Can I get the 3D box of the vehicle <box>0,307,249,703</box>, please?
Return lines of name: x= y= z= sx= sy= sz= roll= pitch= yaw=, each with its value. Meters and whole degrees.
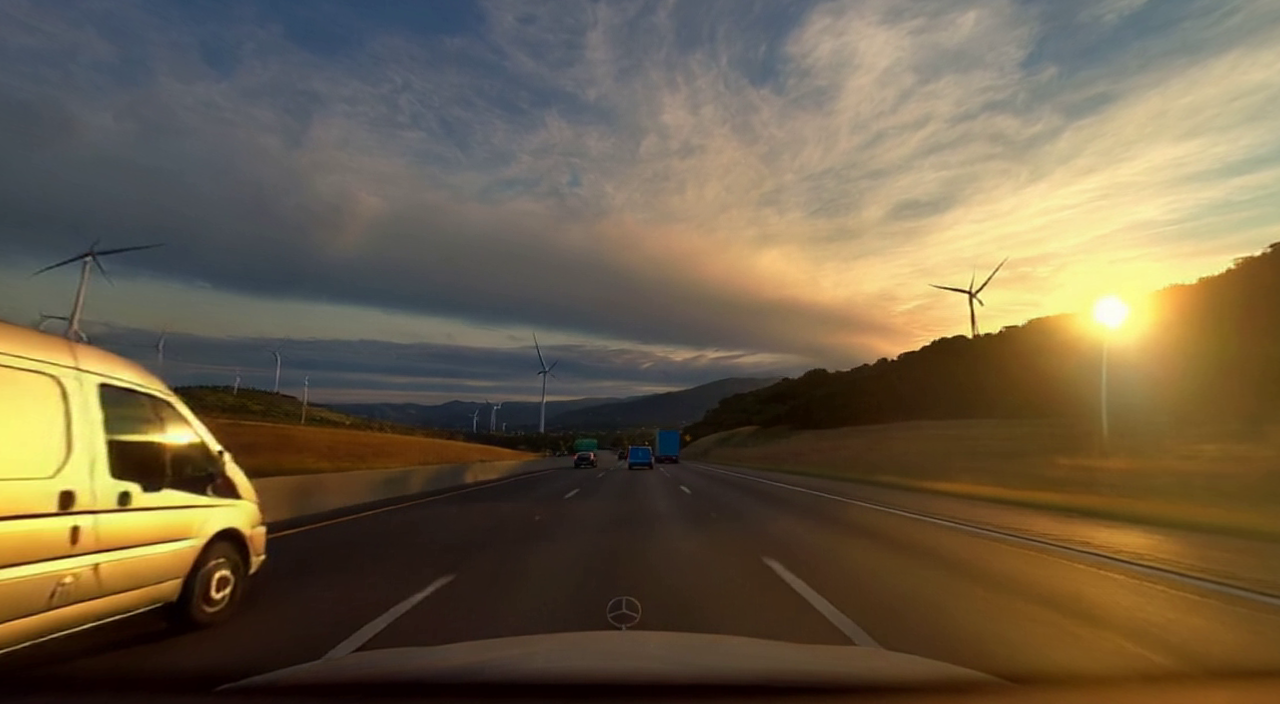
vehicle: x=-4.139 y=0.711 z=2.432 sx=2.238 sy=1.984 sz=4.650 roll=0 pitch=-9 yaw=0

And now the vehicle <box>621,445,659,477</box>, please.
vehicle: x=-0.018 y=6.303 z=36.676 sx=2.083 sy=1.689 sz=4.083 roll=0 pitch=-9 yaw=-1

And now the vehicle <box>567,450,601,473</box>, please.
vehicle: x=-3.875 y=7.656 z=44.345 sx=1.984 sy=1.491 sz=4.341 roll=0 pitch=-9 yaw=0
